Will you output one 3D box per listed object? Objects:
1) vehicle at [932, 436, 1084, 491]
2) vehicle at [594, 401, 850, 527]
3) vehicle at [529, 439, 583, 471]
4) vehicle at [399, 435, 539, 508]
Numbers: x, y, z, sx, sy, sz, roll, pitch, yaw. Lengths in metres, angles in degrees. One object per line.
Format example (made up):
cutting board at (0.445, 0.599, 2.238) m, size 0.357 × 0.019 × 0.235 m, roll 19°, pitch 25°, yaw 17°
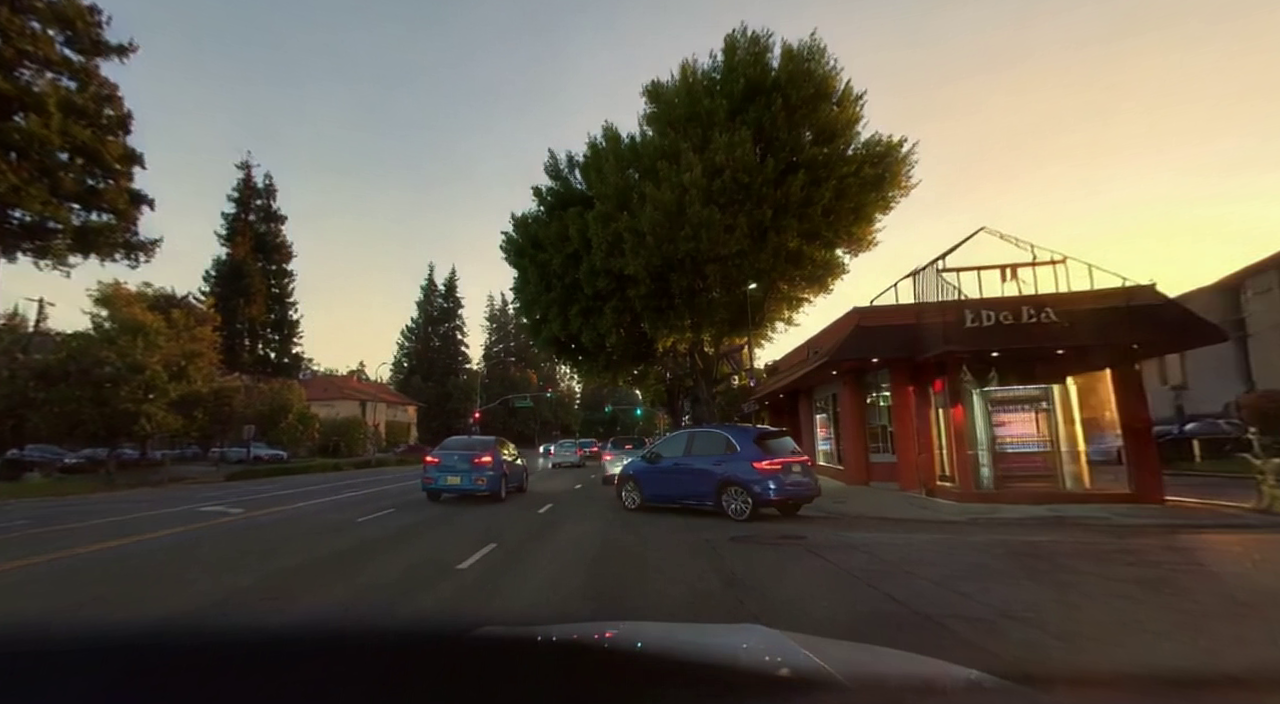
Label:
vehicle at (12.274, 3.719, 21.123) m, size 3.871 × 1.525 × 1.835 m, roll -3°, pitch -9°, yaw 0°
vehicle at (1.384, 2.096, 12.234) m, size 2.052 × 1.955 × 4.642 m, roll 8°, pitch -12°, yaw -43°
vehicle at (-4.092, 5.106, 31.318) m, size 2.042 × 1.470 × 4.123 m, roll 0°, pitch -8°, yaw 1°
vehicle at (-3.862, 2.778, 15.075) m, size 2.026 × 1.466 × 4.282 m, roll 0°, pitch -8°, yaw 2°
